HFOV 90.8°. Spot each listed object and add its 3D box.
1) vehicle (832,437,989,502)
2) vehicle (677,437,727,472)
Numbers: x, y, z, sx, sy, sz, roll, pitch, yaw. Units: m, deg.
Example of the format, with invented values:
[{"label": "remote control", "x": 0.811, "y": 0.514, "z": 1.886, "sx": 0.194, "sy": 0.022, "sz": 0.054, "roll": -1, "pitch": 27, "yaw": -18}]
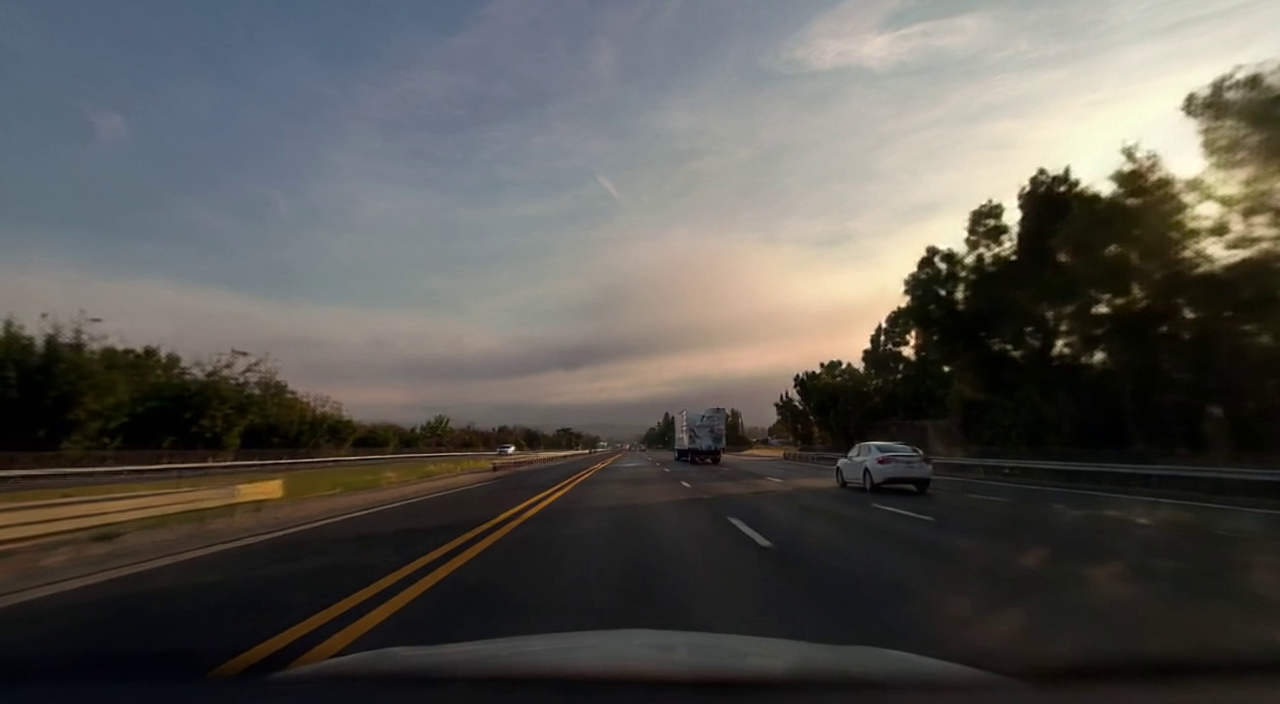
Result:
[{"label": "vehicle", "x": 7.141, "y": 3.138, "z": 17.408, "sx": 2.046, "sy": 1.509, "sz": 4.929, "roll": 0, "pitch": -8, "yaw": -2}, {"label": "vehicle", "x": 3.375, "y": 5.702, "z": 35.322, "sx": 2.141, "sy": 1.785, "sz": 4.778, "roll": 0, "pitch": -8, "yaw": -2}]
